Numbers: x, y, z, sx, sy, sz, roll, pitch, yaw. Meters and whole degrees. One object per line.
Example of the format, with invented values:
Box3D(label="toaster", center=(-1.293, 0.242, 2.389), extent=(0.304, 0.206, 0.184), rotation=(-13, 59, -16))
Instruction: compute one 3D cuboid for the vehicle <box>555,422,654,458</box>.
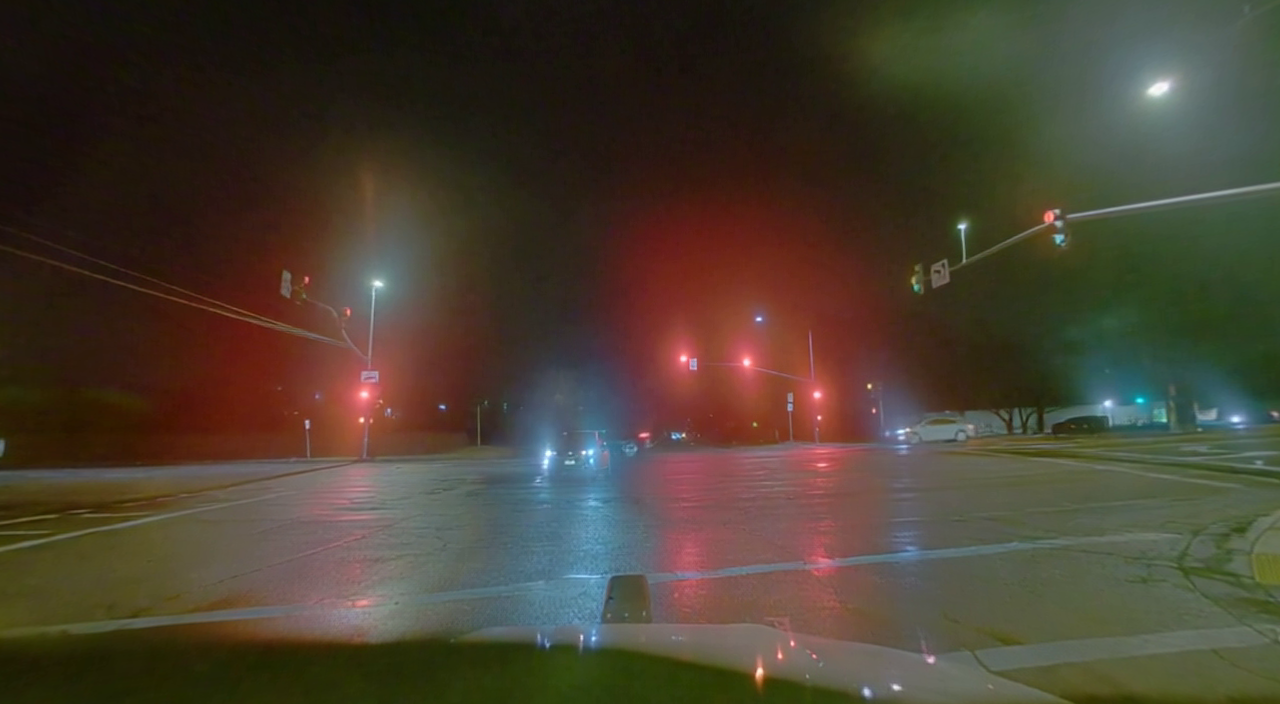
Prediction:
Box3D(label="vehicle", center=(-1.663, 4.079, 29.161), extent=(4.407, 1.569, 1.859), rotation=(1, -9, -6))

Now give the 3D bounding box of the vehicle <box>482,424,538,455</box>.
Box3D(label="vehicle", center=(-8.337, 5.729, 40.874), extent=(2.000, 1.864, 5.044), rotation=(-1, -9, 7))

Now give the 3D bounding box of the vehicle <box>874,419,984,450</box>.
Box3D(label="vehicle", center=(14.104, 4.055, 30.896), extent=(4.510, 1.431, 1.884), rotation=(1, -9, -7))
